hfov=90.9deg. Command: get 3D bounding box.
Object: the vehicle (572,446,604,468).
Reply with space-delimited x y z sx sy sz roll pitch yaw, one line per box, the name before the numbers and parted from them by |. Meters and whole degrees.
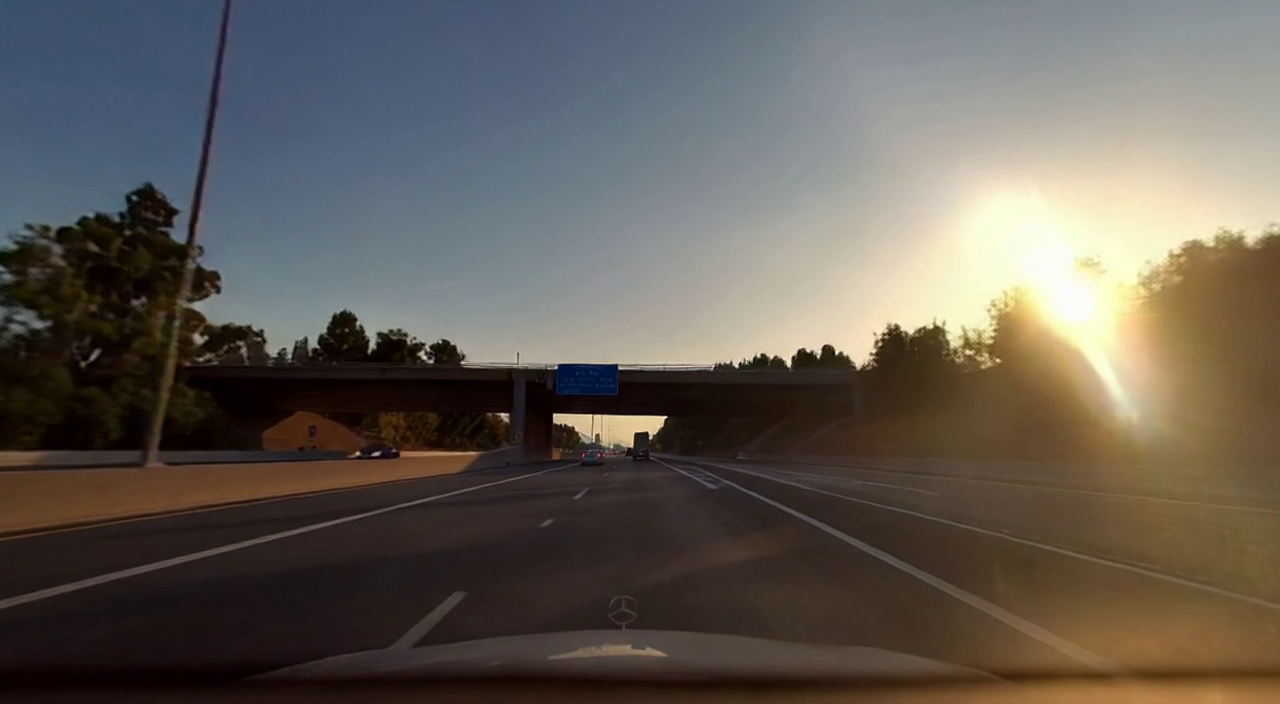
vehicle | -3.863 7.901 47.711 2.070 1.564 4.145 0 -9 0
